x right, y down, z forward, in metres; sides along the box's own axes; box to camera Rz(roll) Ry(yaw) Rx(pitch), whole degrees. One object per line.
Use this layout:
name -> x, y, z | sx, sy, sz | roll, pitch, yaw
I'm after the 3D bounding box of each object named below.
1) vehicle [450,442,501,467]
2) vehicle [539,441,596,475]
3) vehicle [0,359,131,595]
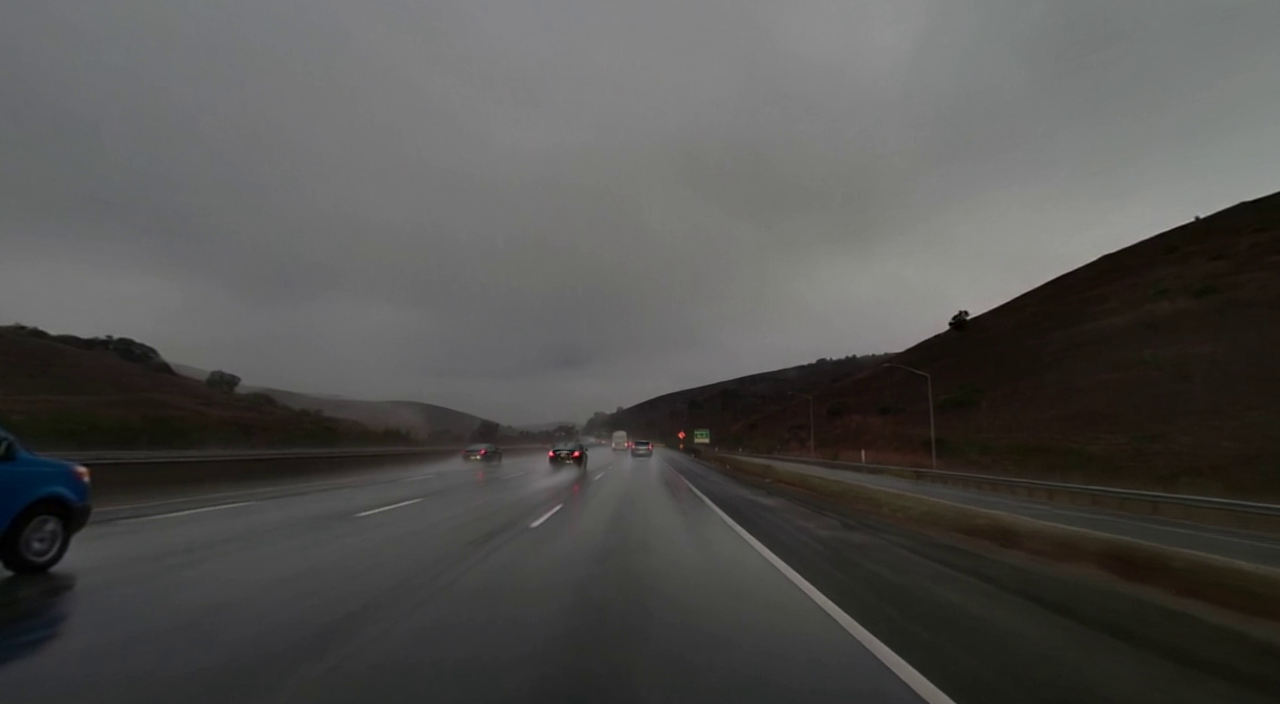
vehicle -> -10.625, 6.631, 41.094 | 1.945, 1.466, 4.947 | 0, -8, 1
vehicle -> -3.375, 5.020, 30.188 | 2.080, 1.505, 4.649 | 0, -8, 1
vehicle -> -7.077, 0.930, 4.281 | 2.437, 2.135, 5.643 | 0, -8, 1
